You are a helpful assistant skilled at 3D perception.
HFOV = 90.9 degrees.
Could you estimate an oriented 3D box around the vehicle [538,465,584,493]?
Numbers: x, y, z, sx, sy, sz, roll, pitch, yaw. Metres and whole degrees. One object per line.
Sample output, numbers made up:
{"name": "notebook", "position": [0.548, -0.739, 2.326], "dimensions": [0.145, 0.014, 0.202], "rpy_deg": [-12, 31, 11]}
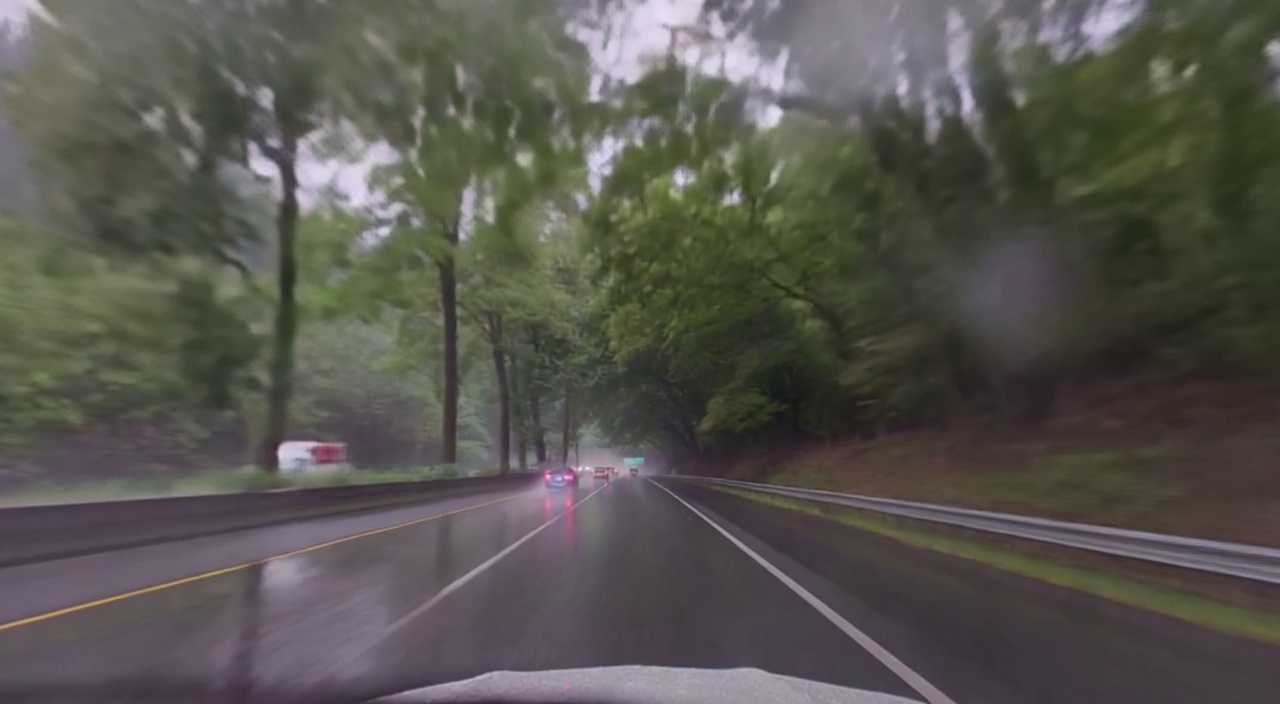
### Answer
{"name": "vehicle", "position": [-4.353, 7.102, 35.418], "dimensions": [1.995, 1.467, 4.467], "rpy_deg": [1, -10, 0]}

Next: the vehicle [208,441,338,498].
{"name": "vehicle", "position": [-17.147, 5.586, 30.023], "dimensions": [2.362, 2.411, 6.145], "rpy_deg": [1, -10, 1]}
